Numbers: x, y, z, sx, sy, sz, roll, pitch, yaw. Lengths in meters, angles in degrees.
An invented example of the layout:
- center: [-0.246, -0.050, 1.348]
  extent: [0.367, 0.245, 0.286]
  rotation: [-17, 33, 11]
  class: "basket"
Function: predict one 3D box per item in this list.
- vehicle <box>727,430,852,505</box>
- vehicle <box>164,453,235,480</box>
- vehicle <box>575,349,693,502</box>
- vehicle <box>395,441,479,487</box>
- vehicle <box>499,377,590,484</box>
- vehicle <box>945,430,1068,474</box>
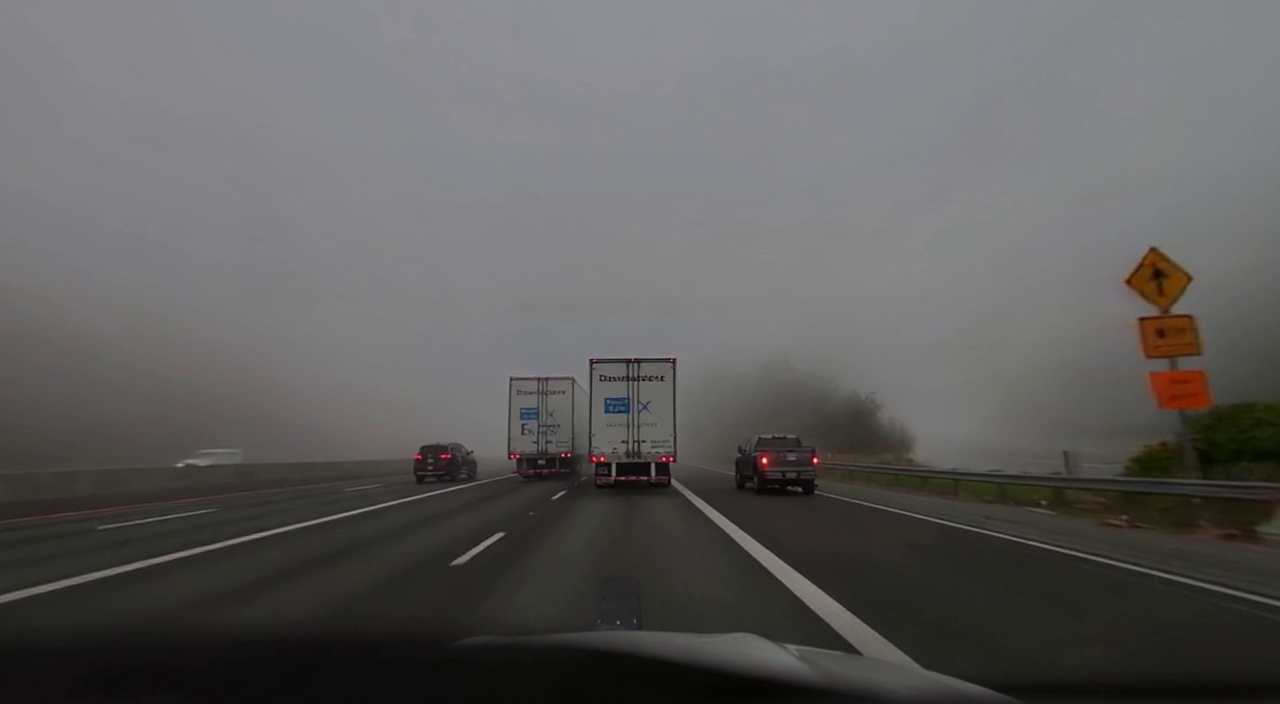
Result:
- center: [3.869, 3.087, 17.332]
  extent: [2.136, 1.753, 4.644]
  rotation: [0, -9, -2]
  class: "vehicle"
- center: [-24.528, 6.360, 35.314]
  extent: [1.531, 1.398, 3.365]
  rotation: [0, -9, 0]
  class: "vehicle"
- center: [-0.219, 2.536, 20.731]
  extent: [2.910, 3.828, 9.805]
  rotation: [0, -9, -1]
  class: "vehicle"
- center: [-8.163, 4.531, 25.922]
  extent: [2.017, 1.694, 4.420]
  rotation: [0, -9, -1]
  class: "vehicle"
- center: [-4.120, 3.858, 30.063]
  extent: [2.888, 4.154, 10.960]
  rotation: [0, -9, -1]
  class: "vehicle"
- center: [16.653, 4.600, 29.186]
  extent: [2.128, 1.783, 5.718]
  rotation: [0, -9, -2]
  class: "vehicle"
